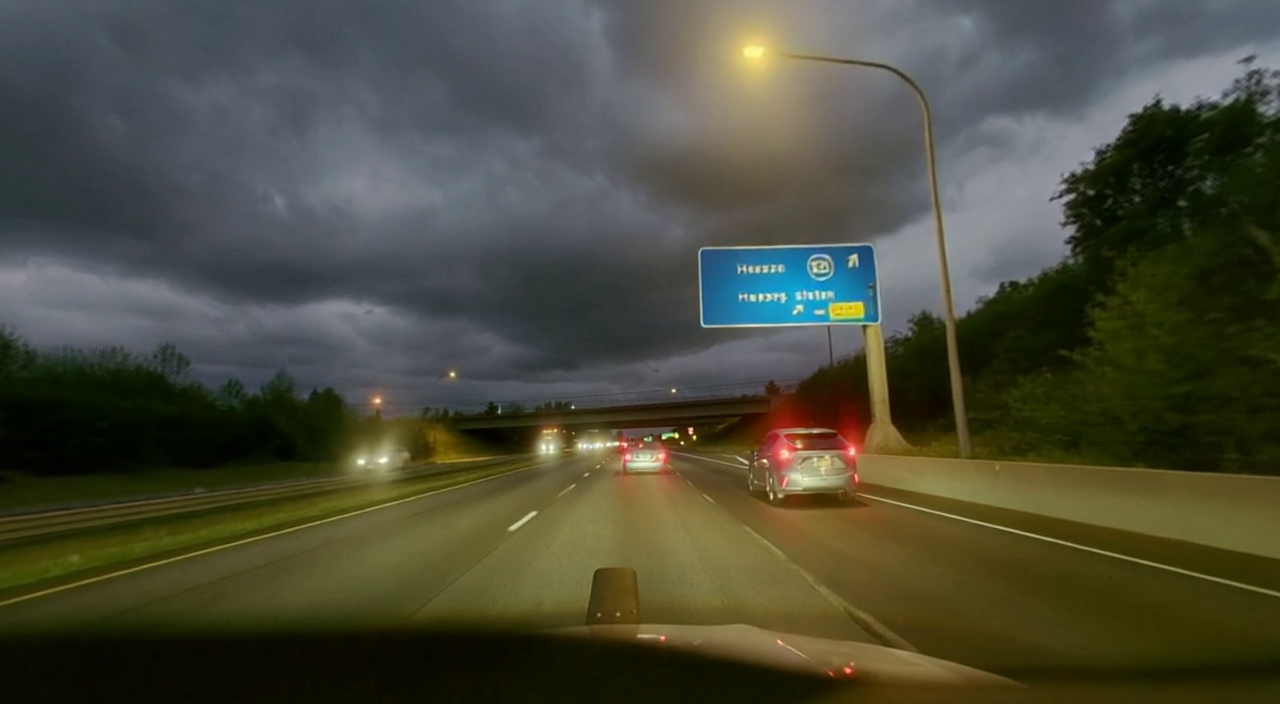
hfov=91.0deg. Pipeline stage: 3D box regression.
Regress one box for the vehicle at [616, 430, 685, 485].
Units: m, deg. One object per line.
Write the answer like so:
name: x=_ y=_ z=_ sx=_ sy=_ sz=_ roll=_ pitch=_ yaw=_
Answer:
vehicle: x=0.236 y=3.519 z=21.358 sx=2.092 sy=1.636 sz=4.024 roll=0 pitch=-8 yaw=-2

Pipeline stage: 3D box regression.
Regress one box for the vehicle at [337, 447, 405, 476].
vehicle: x=-15.225 y=6.204 z=35.884 sx=1.876 sy=1.450 sz=4.551 roll=-1 pitch=-8 yaw=0
